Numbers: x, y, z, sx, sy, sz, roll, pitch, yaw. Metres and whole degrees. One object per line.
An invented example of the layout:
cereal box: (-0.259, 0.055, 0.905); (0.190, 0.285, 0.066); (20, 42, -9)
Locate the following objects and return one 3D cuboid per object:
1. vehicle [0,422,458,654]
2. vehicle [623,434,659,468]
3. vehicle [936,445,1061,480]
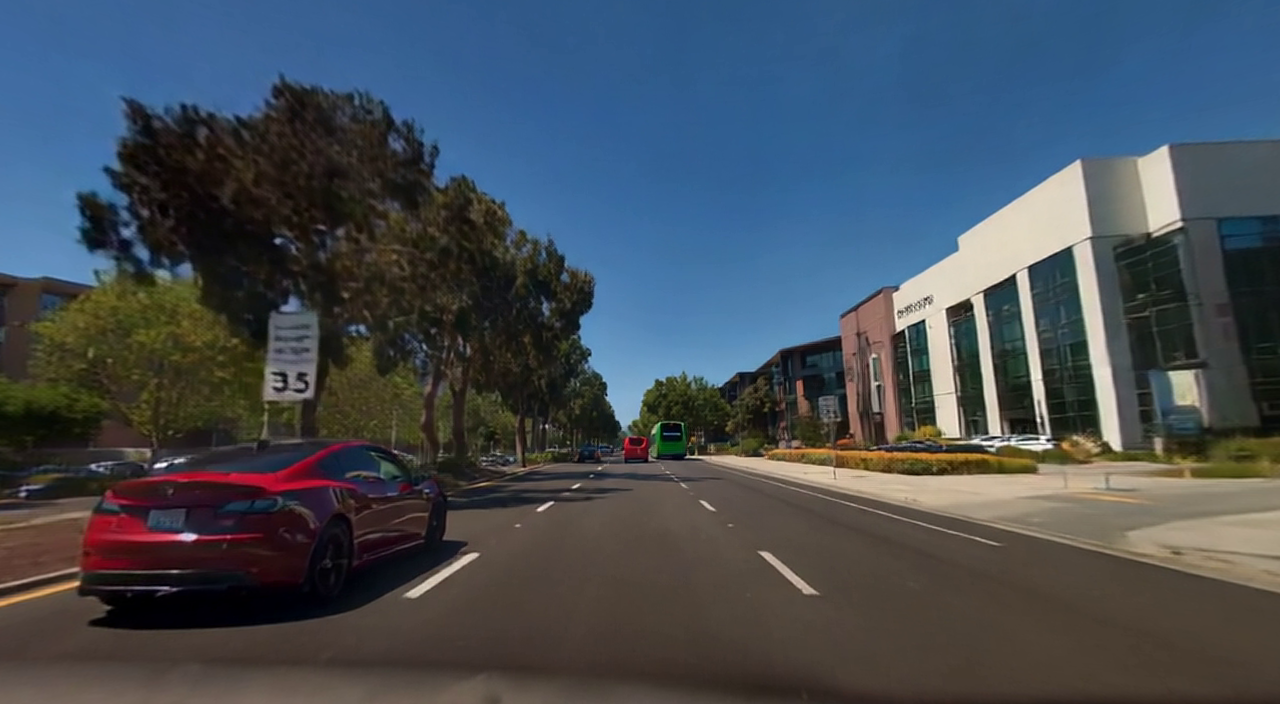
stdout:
vehicle: (-3.595, 1.548, 6.415); (2.120, 1.481, 4.535); (0, -9, 0)
vehicle: (0.047, 6.670, 42.768); (2.336, 2.122, 5.207); (0, -9, 0)
vehicle: (16.611, 5.123, 29.437); (4.682, 1.507, 1.878); (0, -9, 0)
